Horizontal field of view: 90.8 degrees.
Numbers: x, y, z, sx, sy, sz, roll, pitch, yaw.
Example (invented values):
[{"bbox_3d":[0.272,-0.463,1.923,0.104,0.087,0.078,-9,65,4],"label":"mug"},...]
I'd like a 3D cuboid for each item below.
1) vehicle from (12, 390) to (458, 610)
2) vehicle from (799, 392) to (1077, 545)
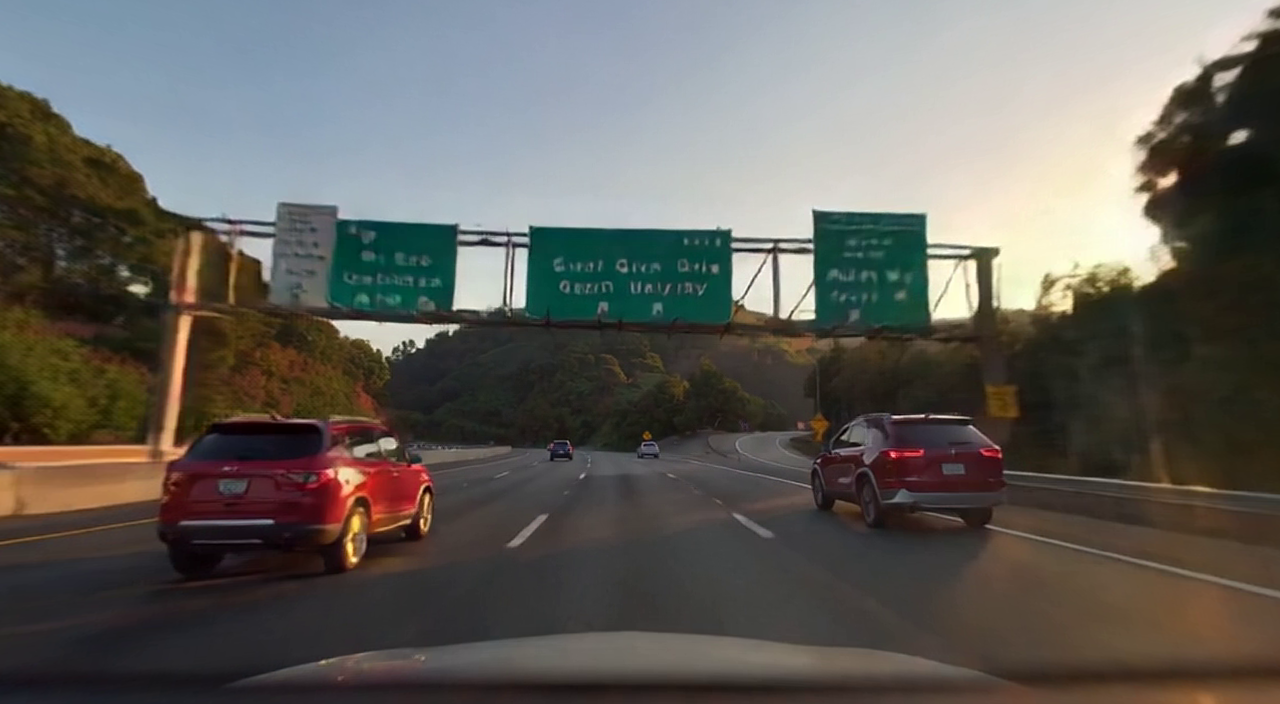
[{"bbox_3d":[-3.926,1.524,7.453,2.213,1.766,4.598,0,-8,0],"label":"vehicle"},{"bbox_3d":[4.372,1.820,10.430,2.103,1.903,4.837,0,-8,-2],"label":"vehicle"}]
